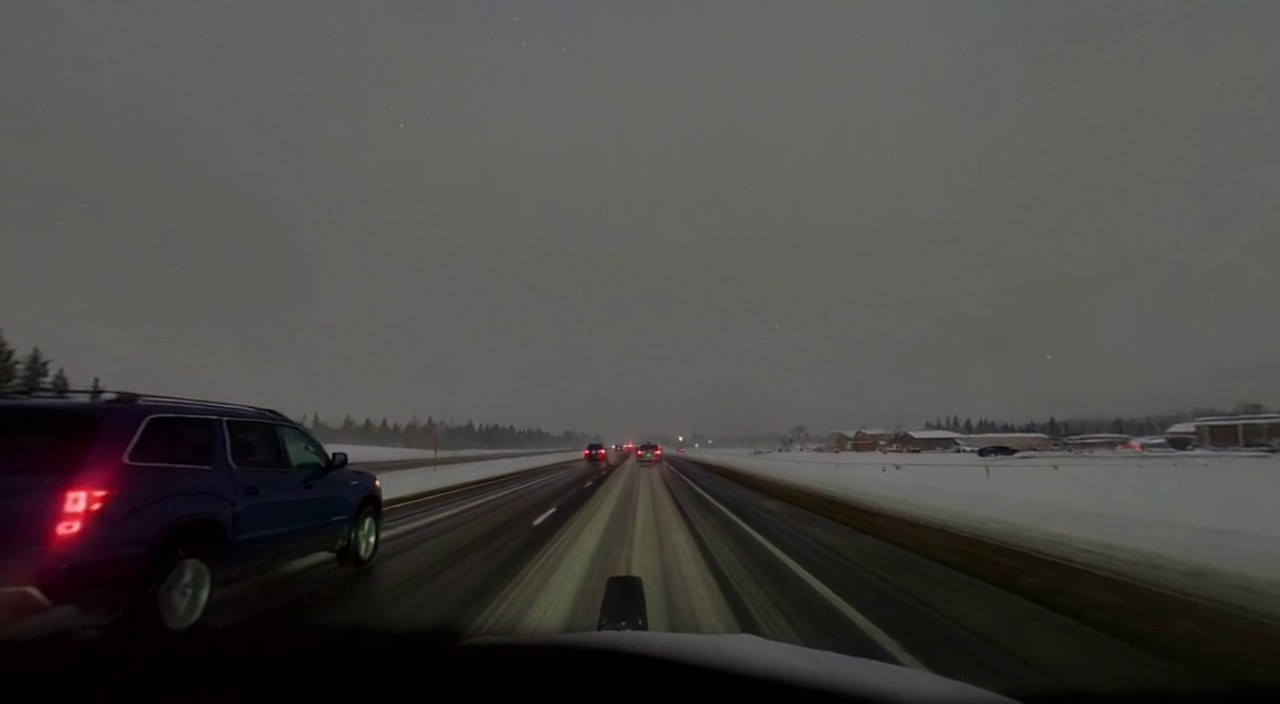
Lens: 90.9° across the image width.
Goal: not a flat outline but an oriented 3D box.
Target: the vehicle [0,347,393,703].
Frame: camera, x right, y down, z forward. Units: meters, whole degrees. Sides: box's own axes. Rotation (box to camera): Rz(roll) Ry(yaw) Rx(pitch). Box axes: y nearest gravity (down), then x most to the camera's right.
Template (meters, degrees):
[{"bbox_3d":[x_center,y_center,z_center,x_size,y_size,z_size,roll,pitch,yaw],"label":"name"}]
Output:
[{"bbox_3d":[-3.922,1.145,4.673,2.239,1.761,4.620,0,-8,1],"label":"vehicle"}]

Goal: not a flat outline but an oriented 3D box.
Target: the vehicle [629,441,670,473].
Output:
[{"bbox_3d":[0.451,5.388,32.598,2.000,1.558,3.945,0,-8,0],"label":"vehicle"}]

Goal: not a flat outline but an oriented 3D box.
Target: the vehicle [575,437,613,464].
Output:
[{"bbox_3d":[-3.470,7.579,48.646,2.403,1.946,5.623,0,-8,1],"label":"vehicle"}]
